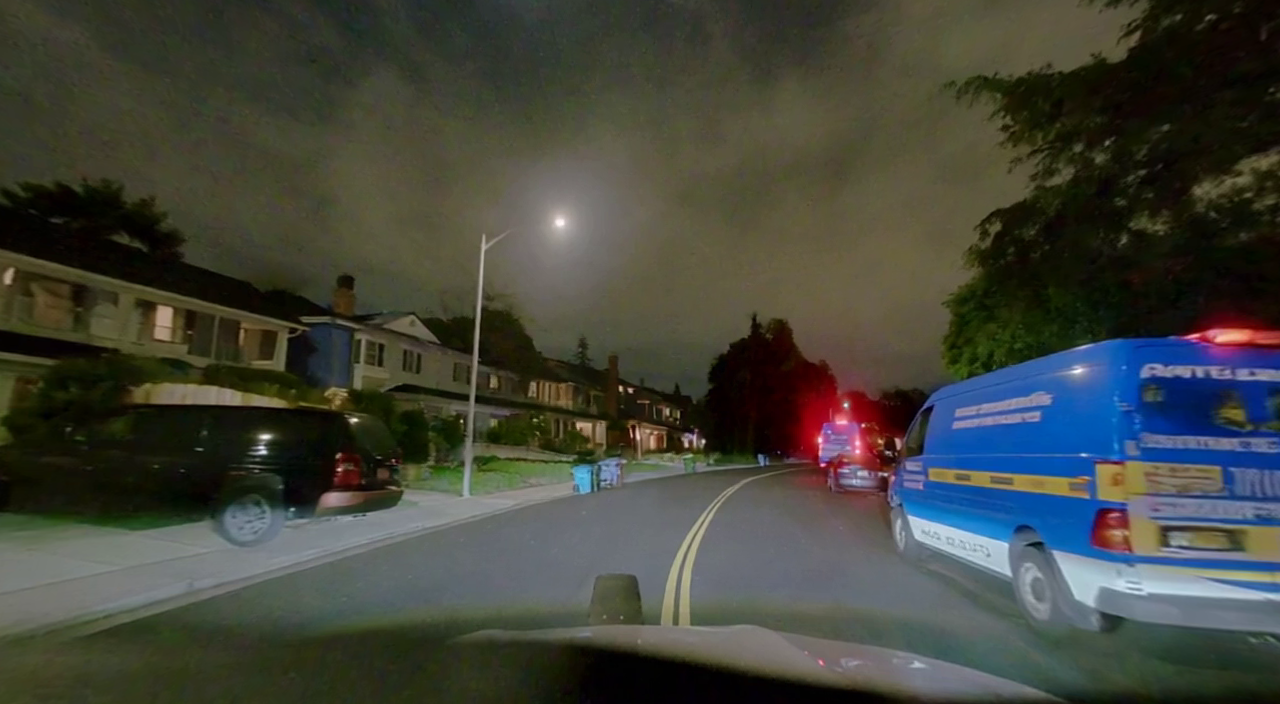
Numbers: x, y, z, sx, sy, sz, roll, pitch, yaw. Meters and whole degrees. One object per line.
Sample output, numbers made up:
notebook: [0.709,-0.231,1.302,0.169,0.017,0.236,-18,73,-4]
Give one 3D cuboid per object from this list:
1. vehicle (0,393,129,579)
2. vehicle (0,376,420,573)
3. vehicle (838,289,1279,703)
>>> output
vehicle: [-7.973,1.307,6.242,4.021,1.717,2.083,0,-9,2]
vehicle: [-6.728,1.519,8.744,6.291,2.113,2.673,1,-7,5]
vehicle: [3.805,1.206,5.338,2.748,2.031,6.288,-1,-9,5]
